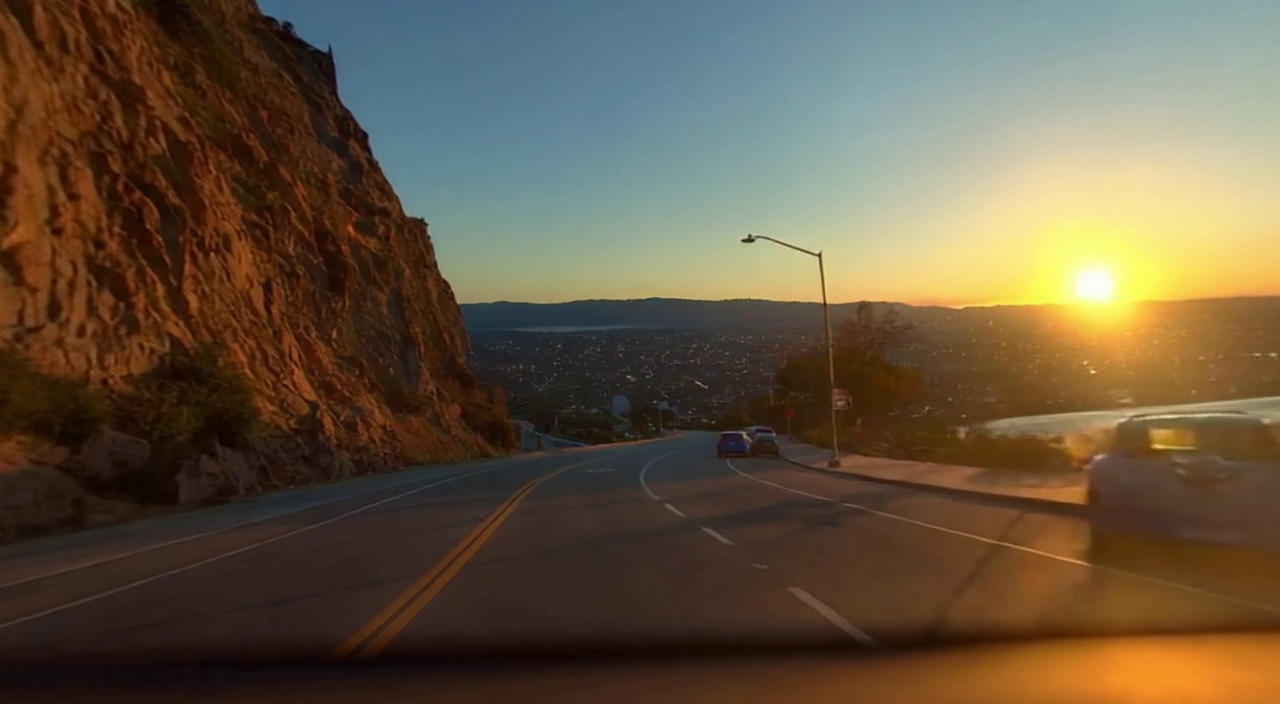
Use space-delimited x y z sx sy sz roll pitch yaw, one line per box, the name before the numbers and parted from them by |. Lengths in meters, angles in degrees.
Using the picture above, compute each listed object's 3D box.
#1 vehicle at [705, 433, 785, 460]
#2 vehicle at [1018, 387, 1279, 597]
vehicle | 6.655 5.911 39.873 4.963 1.585 2.155 6 -10 -38
vehicle | 6.247 1.432 7.186 4.453 1.667 2.064 8 -12 -43
